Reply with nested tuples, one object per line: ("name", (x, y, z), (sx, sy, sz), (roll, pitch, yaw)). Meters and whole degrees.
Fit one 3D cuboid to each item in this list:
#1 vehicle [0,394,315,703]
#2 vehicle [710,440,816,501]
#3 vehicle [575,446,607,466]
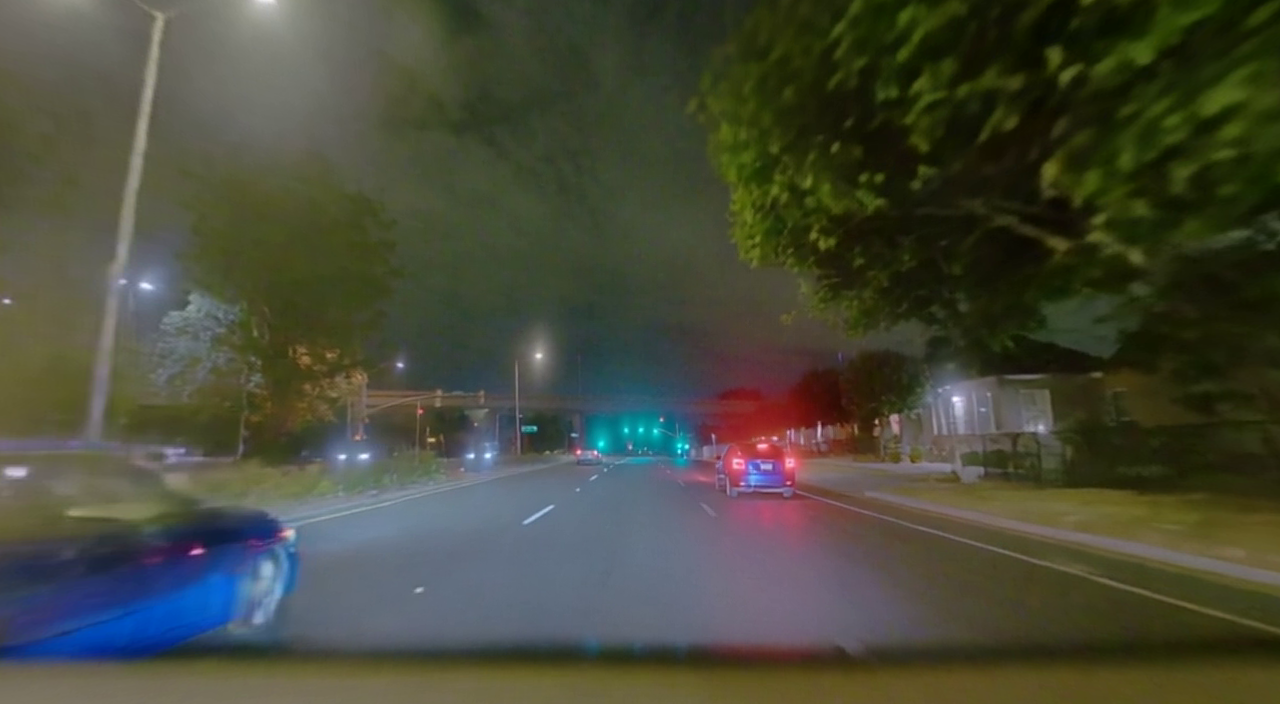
("vehicle", (-3.342, 0.887, 2.179), (2.060, 1.484, 4.417), (0, -8, 0))
("vehicle", (3.303, 3.267, 17.901), (2.068, 1.497, 4.247), (0, -8, -1))
("vehicle", (-3.678, 7.920, 48.303), (2.041, 1.460, 4.036), (0, -8, 1))
